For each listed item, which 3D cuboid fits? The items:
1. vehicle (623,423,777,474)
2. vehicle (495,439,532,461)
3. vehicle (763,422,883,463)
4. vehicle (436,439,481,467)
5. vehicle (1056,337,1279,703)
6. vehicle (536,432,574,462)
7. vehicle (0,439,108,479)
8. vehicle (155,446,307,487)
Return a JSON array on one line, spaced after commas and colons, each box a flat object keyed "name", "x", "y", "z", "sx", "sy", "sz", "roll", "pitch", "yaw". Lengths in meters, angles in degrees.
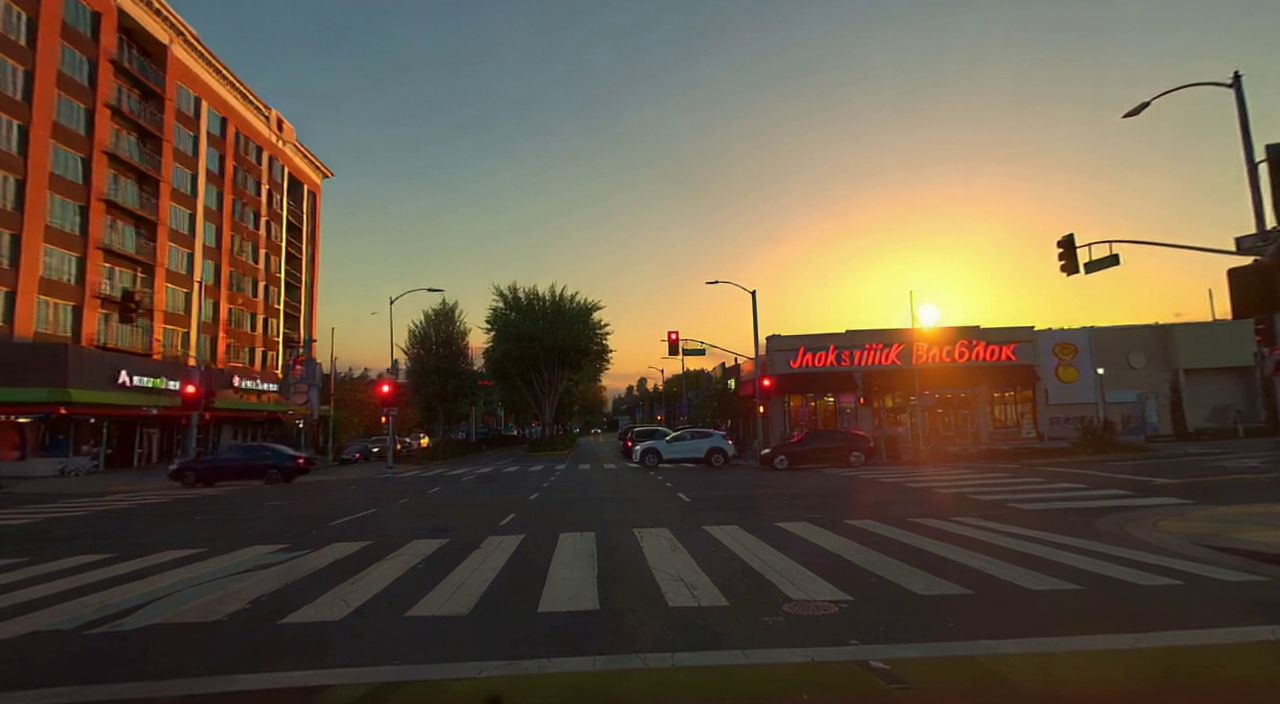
[{"name": "vehicle", "x": 1.878, "y": 3.105, "z": 20.404, "sx": 4.612, "sy": 1.521, "sz": 1.811, "roll": 1, "pitch": -9, "yaw": -10}, {"name": "vehicle", "x": -8.645, "y": 6.738, "z": 43.525, "sx": 1.906, "sy": 1.402, "sz": 4.904, "roll": 0, "pitch": -8, "yaw": -4}, {"name": "vehicle", "x": 7.787, "y": 3.883, "z": 27.104, "sx": 4.513, "sy": 1.682, "sz": 1.810, "roll": 1, "pitch": -9, "yaw": -7}, {"name": "vehicle", "x": -10.885, "y": 6.097, "z": 38.205, "sx": 1.885, "sy": 1.545, "sz": 4.124, "roll": 1, "pitch": -8, "yaw": -6}, {"name": "vehicle", "x": 3.013, "y": 0.609, "z": 0.866, "sx": 1.866, "sy": 1.654, "sz": 4.354, "roll": 0, "pitch": -8, "yaw": 0}, {"name": "vehicle", "x": -5.126, "y": 5.800, "z": 38.608, "sx": 1.976, "sy": 1.683, "sz": 4.117, "roll": 0, "pitch": -8, "yaw": -4}, {"name": "vehicle", "x": -31.541, "y": 5.615, "z": 33.537, "sx": 2.205, "sy": 1.903, "sz": 5.877, "roll": 1, "pitch": -9, "yaw": -10}, {"name": "vehicle", "x": -15.441, "y": 4.338, "z": 24.088, "sx": 4.475, "sy": 1.458, "sz": 1.681, "roll": 1, "pitch": -9, "yaw": -8}]
